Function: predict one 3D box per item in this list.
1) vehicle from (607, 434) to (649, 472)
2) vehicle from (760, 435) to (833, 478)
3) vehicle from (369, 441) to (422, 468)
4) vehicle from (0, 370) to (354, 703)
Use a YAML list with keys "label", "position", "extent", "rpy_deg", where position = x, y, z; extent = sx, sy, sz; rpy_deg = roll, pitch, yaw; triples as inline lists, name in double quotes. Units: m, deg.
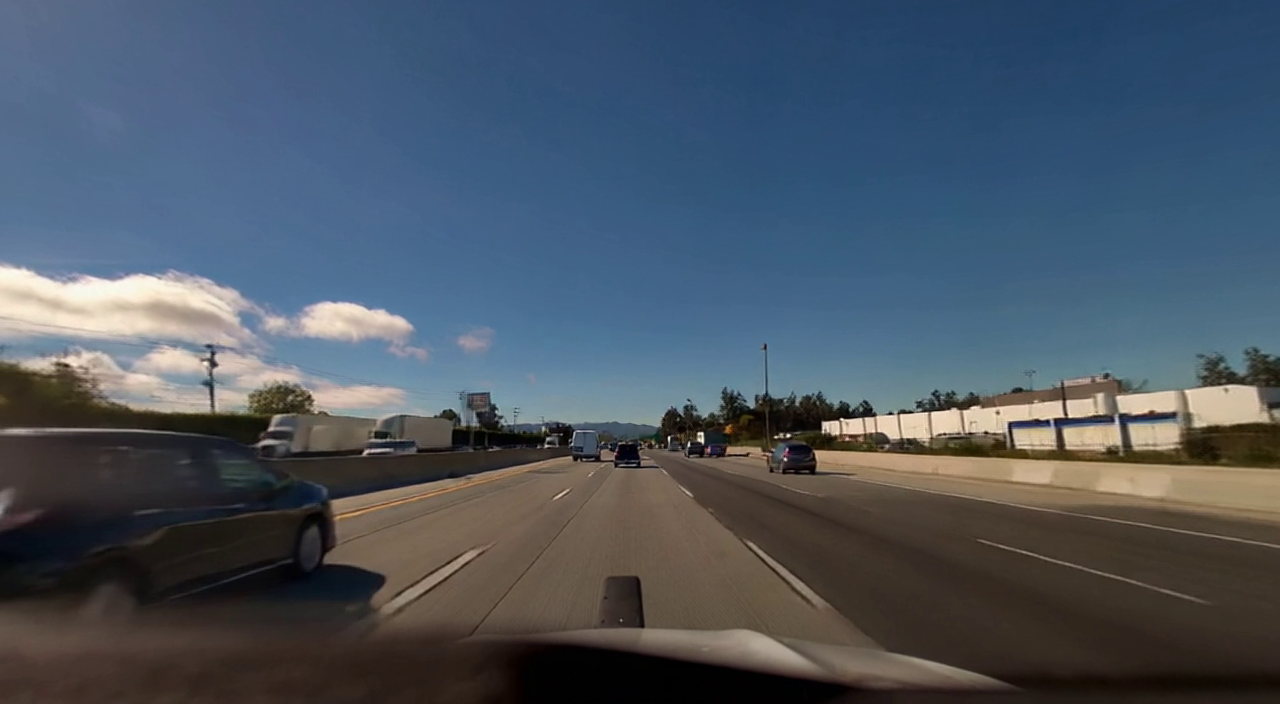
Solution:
- label: "vehicle"
  position: [-0.563, 5.140, 32.366]
  extent: [2.002, 1.759, 4.658]
  rpy_deg: [0, -9, 0]
- label: "vehicle"
  position: [6.559, 4.427, 26.926]
  extent: [1.944, 1.666, 4.184]
  rpy_deg: [0, -9, -1]
- label: "vehicle"
  position: [-13.894, 5.810, 36.024]
  extent: [1.599, 1.438, 3.419]
  rpy_deg: [0, -9, 0]
- label: "vehicle"
  position: [-4.211, 1.134, 4.561]
  extent: [2.126, 1.631, 4.643]
  rpy_deg: [0, -9, 0]
